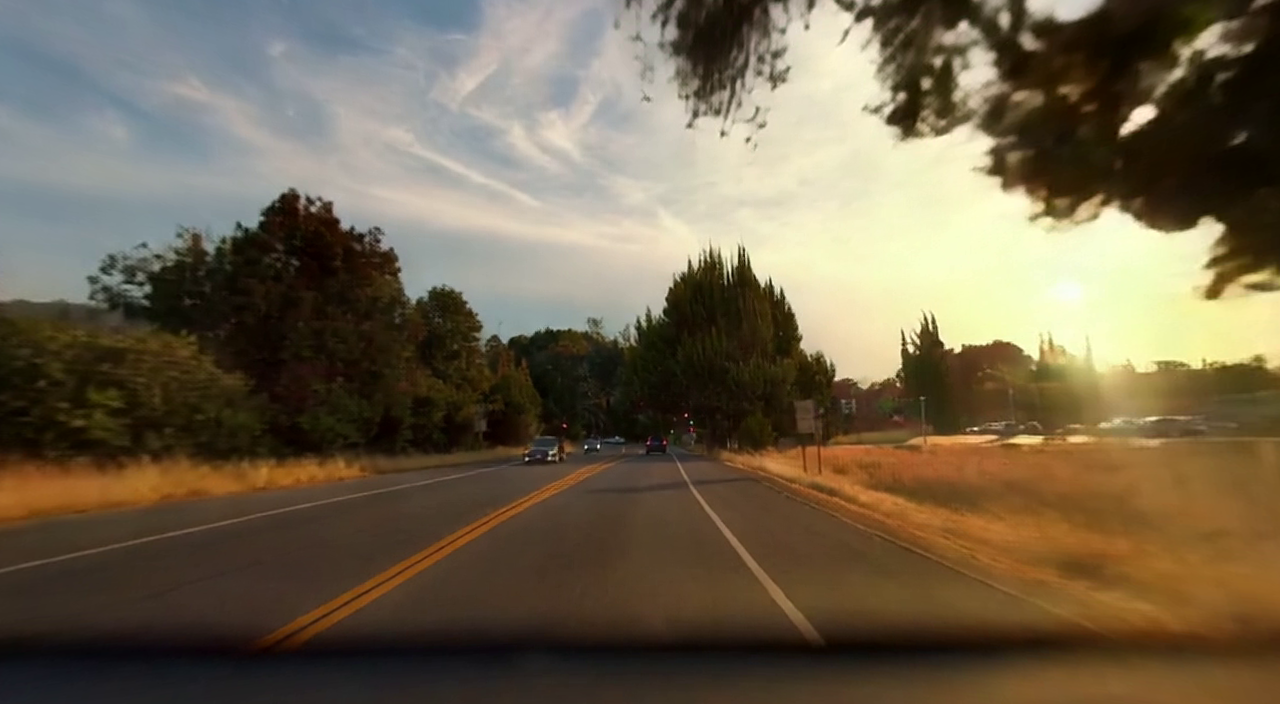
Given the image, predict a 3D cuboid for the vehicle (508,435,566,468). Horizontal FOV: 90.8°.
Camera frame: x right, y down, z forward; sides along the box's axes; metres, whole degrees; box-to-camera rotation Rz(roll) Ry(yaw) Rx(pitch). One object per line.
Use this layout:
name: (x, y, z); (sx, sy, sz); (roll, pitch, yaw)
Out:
vehicle: (-4.870, 4.763, 30.388); (2.002, 1.455, 4.450); (0, -8, 1)
